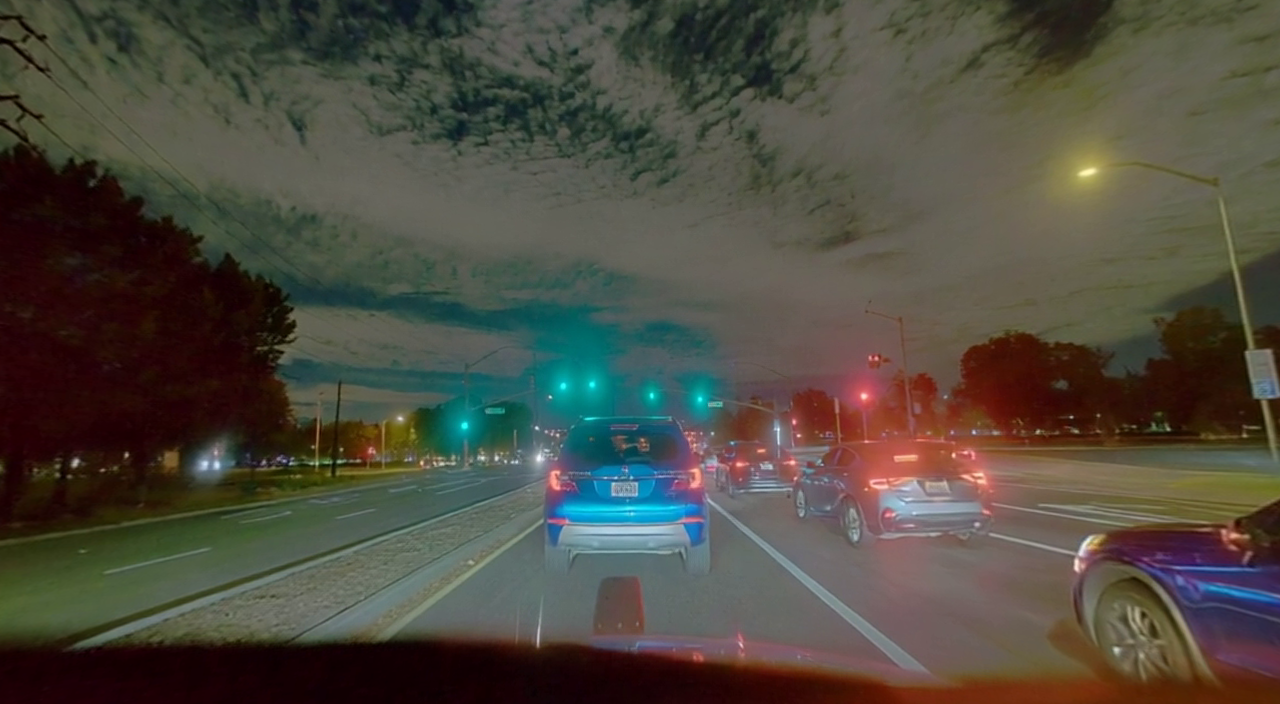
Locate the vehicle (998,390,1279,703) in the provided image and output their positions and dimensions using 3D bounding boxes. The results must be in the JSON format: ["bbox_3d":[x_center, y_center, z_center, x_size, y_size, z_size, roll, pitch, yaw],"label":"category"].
[{"bbox_3d":[3.286,0.787,1.695,1.984,1.462,4.513,0,-9,0],"label":"vehicle"}]

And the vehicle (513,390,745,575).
[{"bbox_3d":[-0.140,1.615,8.488,2.300,1.821,4.254,0,-9,-1],"label":"vehicle"}]

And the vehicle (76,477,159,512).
[{"bbox_3d":[-26.488,7.209,32.014,3.826,1.522,1.741,-8,-11,27],"label":"vehicle"}]

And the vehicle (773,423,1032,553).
[{"bbox_3d":[3.497,1.901,9.535,1.952,1.477,4.417,0,-9,-1],"label":"vehicle"}]
